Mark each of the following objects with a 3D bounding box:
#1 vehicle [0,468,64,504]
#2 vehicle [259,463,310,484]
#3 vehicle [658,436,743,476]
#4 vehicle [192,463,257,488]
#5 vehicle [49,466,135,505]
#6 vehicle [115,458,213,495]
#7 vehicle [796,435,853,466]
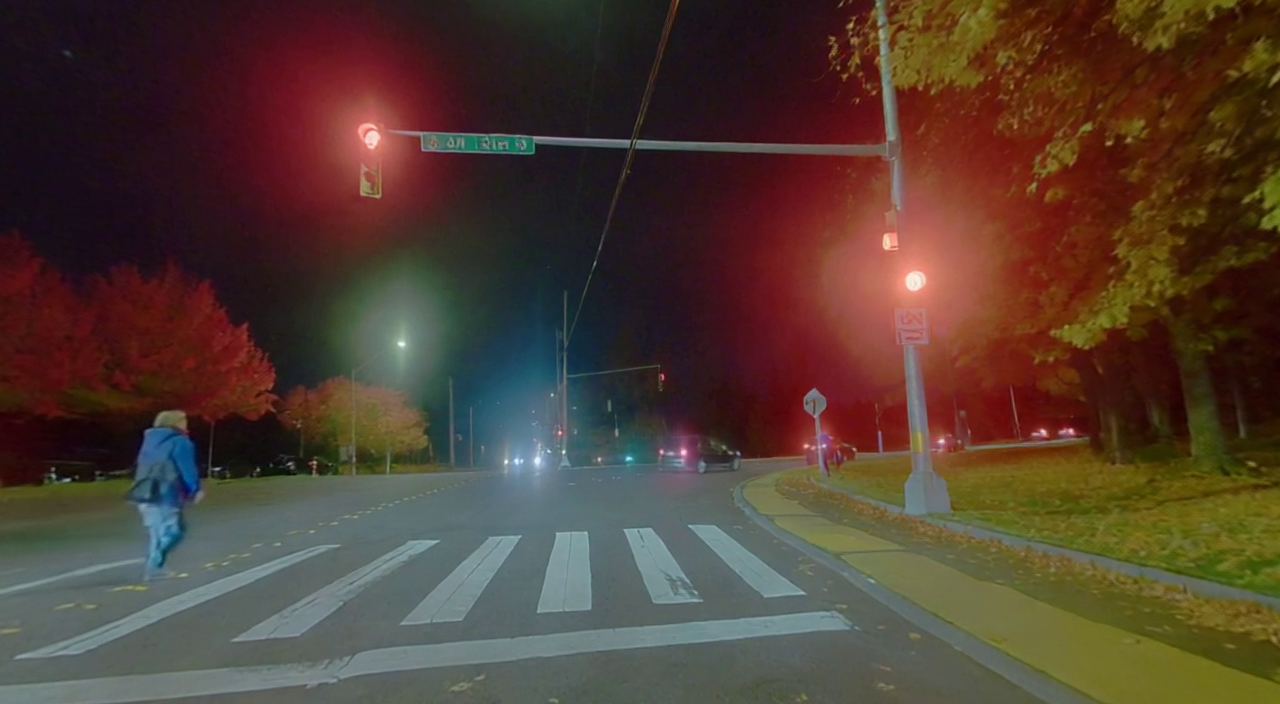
[{"bbox_3d":[-30.327,6.446,30.328,1.800,1.520,3.968,2,-9,-13],"label":"vehicle"},{"bbox_3d":[-28.139,9.587,49.741,1.776,1.452,3.920,0,-9,0],"label":"vehicle"},{"bbox_3d":[3.160,5.209,31.692,2.036,1.849,4.811,-7,-11,36],"label":"vehicle"},{"bbox_3d":[-28.538,8.474,43.160,1.768,1.465,3.972,0,-9,-1],"label":"vehicle"},{"bbox_3d":[-25.428,6.153,29.249,1.694,1.528,4.225,3,-9,-23],"label":"vehicle"},{"bbox_3d":[-27.832,7.272,36.909,2.064,1.913,5.081,0,-9,-4],"label":"vehicle"},{"bbox_3d":[12.170,6.427,41.110,1.942,1.920,4.263,-8,-11,39],"label":"vehicle"}]
